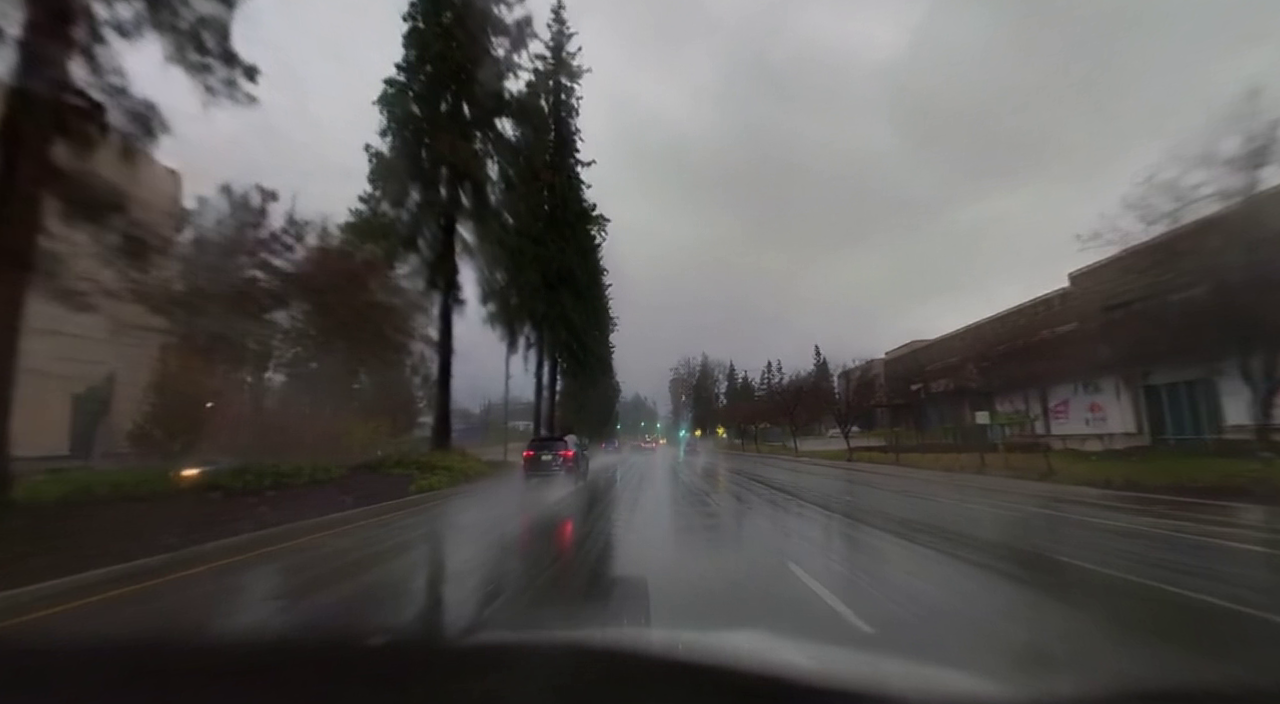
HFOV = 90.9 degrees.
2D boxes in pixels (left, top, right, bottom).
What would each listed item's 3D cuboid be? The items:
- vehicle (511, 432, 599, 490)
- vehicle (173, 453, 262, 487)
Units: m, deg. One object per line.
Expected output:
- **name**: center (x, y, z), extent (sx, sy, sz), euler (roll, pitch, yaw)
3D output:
- **vehicle**: center (-2.612, 3.490, 20.597), extent (2.121, 1.656, 4.559), euler (0, -8, 2)
- **vehicle**: center (-23.754, 6.621, 35.664), extent (1.921, 1.751, 4.514), euler (0, -8, -1)
